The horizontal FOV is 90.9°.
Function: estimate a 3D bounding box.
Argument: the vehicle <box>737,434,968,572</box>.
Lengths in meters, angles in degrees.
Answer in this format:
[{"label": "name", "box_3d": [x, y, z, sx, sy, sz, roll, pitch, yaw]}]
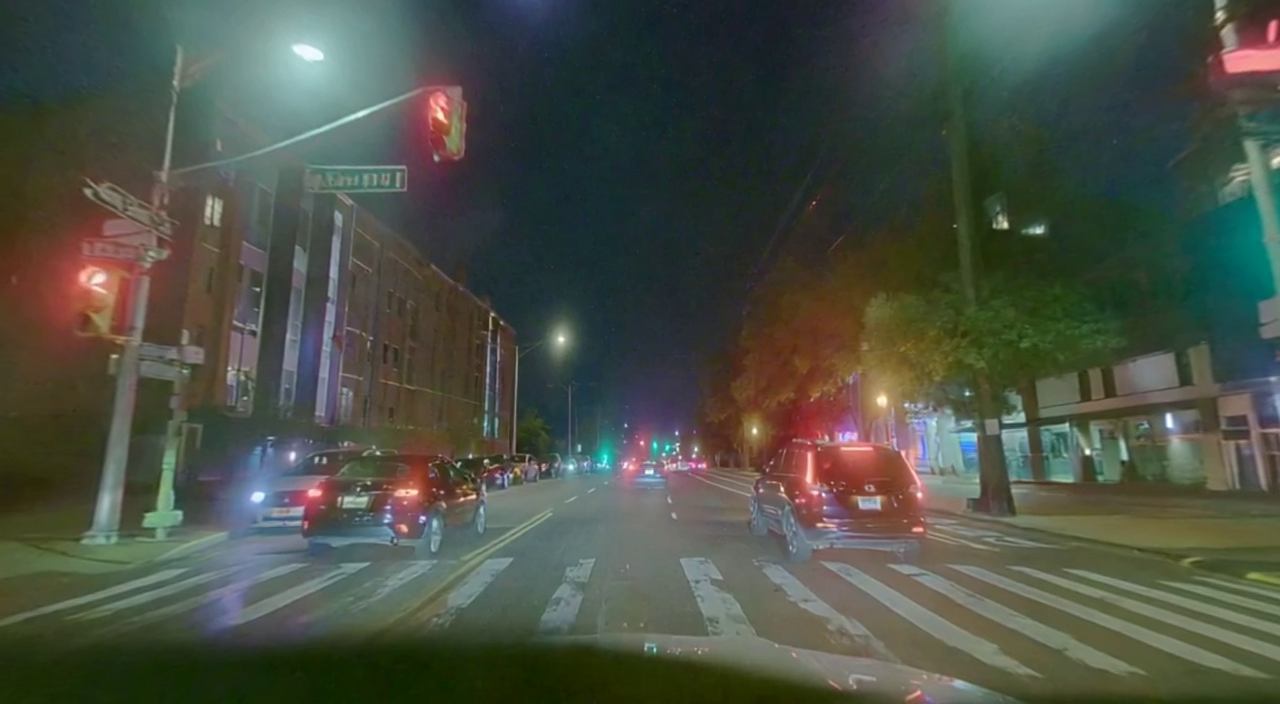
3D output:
[{"label": "vehicle", "box_3d": [3.037, 2.220, 10.246, 2.094, 1.709, 4.394, 0, -8, -2]}]

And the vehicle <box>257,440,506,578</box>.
[{"label": "vehicle", "box_3d": [-3.531, 2.163, 9.614, 2.085, 1.619, 3.976, 0, -8, 0]}]

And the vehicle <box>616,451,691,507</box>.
[{"label": "vehicle", "box_3d": [0.378, 3.980, 20.247, 2.139, 1.466, 4.373, 0, -8, 0]}]

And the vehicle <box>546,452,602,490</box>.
[{"label": "vehicle", "box_3d": [-3.051, 5.584, 29.912, 2.019, 1.507, 4.643, -1, -8, 2]}]
